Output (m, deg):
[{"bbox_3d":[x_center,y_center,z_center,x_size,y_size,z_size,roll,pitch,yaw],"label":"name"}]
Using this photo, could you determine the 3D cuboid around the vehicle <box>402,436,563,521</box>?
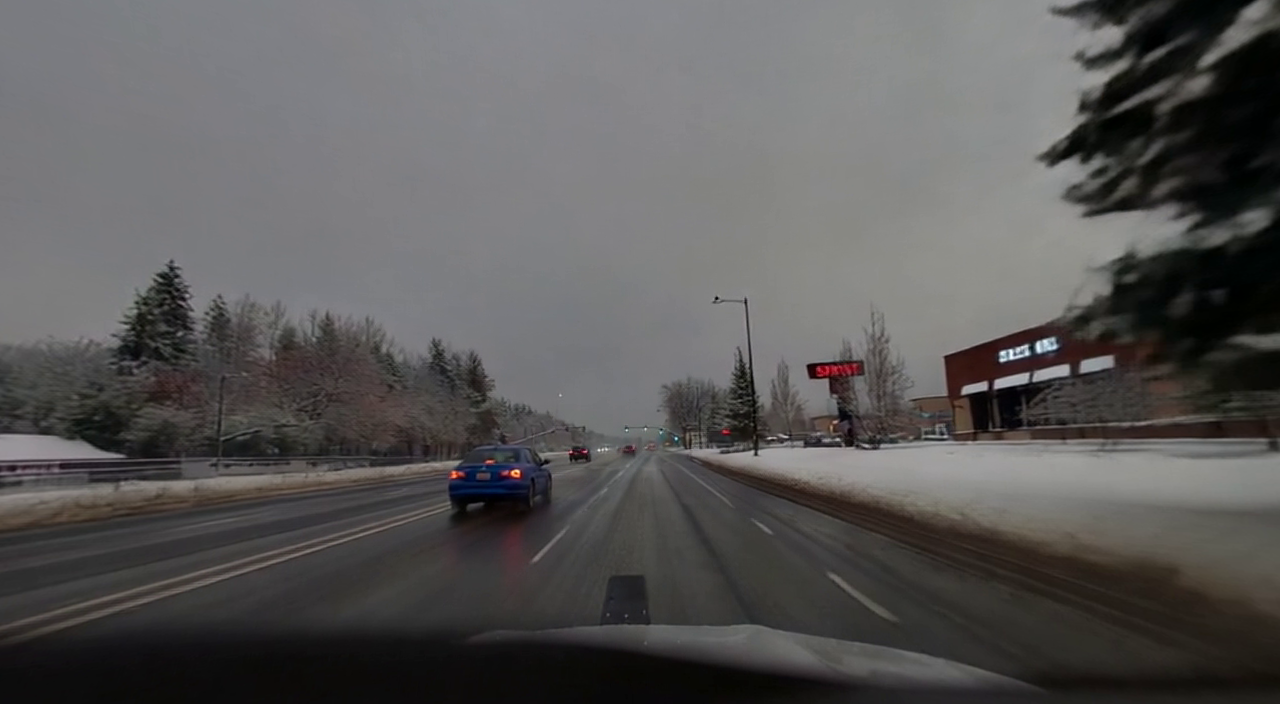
[{"bbox_3d":[-3.043,2.551,13.295,2.152,1.479,4.394,0,-9,2],"label":"vehicle"}]
